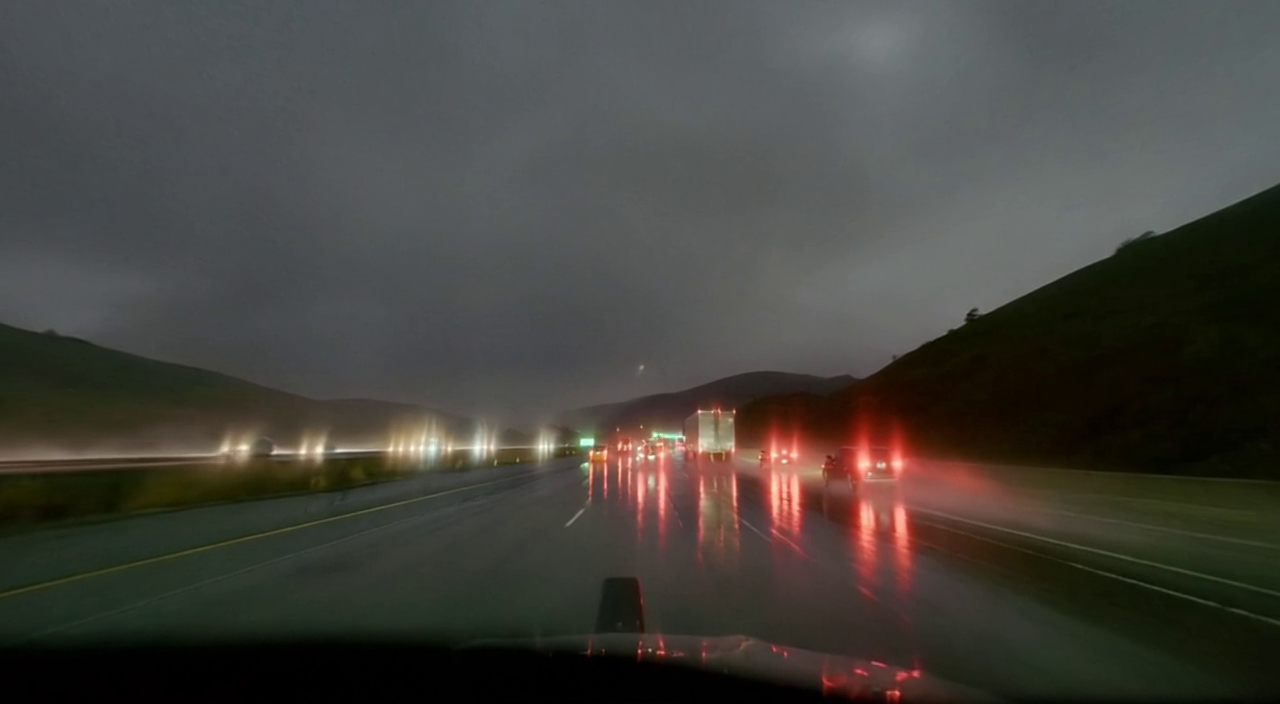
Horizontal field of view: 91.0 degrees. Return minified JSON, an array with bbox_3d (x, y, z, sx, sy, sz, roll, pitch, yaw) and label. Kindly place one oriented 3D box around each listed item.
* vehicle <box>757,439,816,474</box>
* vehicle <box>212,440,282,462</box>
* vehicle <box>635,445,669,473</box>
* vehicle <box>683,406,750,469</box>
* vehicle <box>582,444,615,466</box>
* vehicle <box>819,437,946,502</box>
[{"bbox_3d":[8.058,5.791,35.119,2.143,1.775,4.729,0,-9,0],"label":"vehicle"},{"bbox_3d":[-30.081,7.601,48.381,1.929,1.595,5.154,0,-9,2],"label":"vehicle"},{"bbox_3d":[0.683,6.067,35.814,1.866,1.492,3.932,0,-9,1],"label":"vehicle"},{"bbox_3d":[4.781,5.744,41.809,3.130,3.607,11.129,0,-9,0],"label":"vehicle"},{"bbox_3d":[-3.064,7.696,47.211,2.132,1.506,4.256,0,-9,0],"label":"vehicle"},{"bbox_3d":[7.013,3.419,18.817,2.044,1.676,4.421,0,-9,1],"label":"vehicle"}]
